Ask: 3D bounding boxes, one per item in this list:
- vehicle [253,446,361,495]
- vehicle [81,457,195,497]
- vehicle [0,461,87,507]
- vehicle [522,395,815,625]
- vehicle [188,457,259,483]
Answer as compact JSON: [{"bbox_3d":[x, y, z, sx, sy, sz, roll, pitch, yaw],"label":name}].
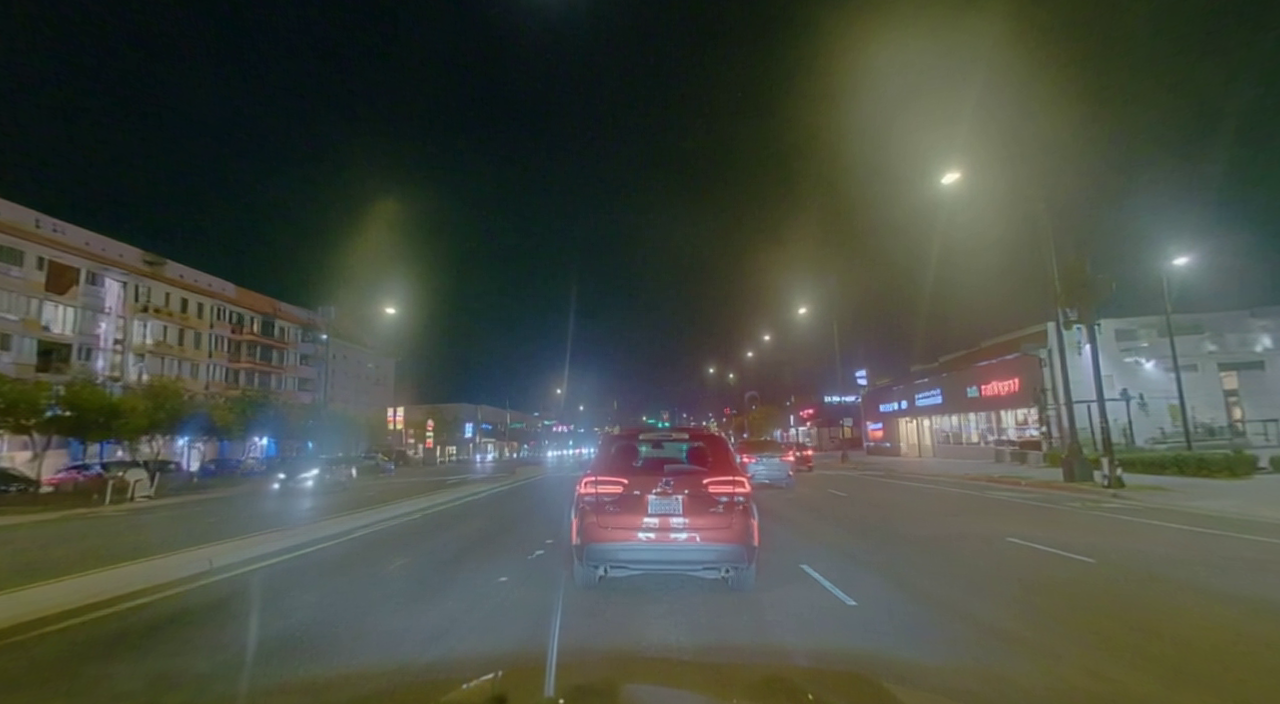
[{"bbox_3d":[-12.752,4.515,24.489,1.965,1.695,4.284,0,-8,-2],"label":"vehicle"},{"bbox_3d":[-25.881,6.412,32.773,2.026,1.808,4.835,0,-8,-2],"label":"vehicle"},{"bbox_3d":[-25.474,5.250,25.162,4.608,1.659,1.981,1,-8,-7],"label":"vehicle"},{"bbox_3d":[0.208,1.436,6.612,2.125,1.669,3.880,0,-8,0],"label":"vehicle"},{"bbox_3d":[-27.889,7.887,42.378,1.861,1.578,4.152,0,-8,1],"label":"vehicle"}]
